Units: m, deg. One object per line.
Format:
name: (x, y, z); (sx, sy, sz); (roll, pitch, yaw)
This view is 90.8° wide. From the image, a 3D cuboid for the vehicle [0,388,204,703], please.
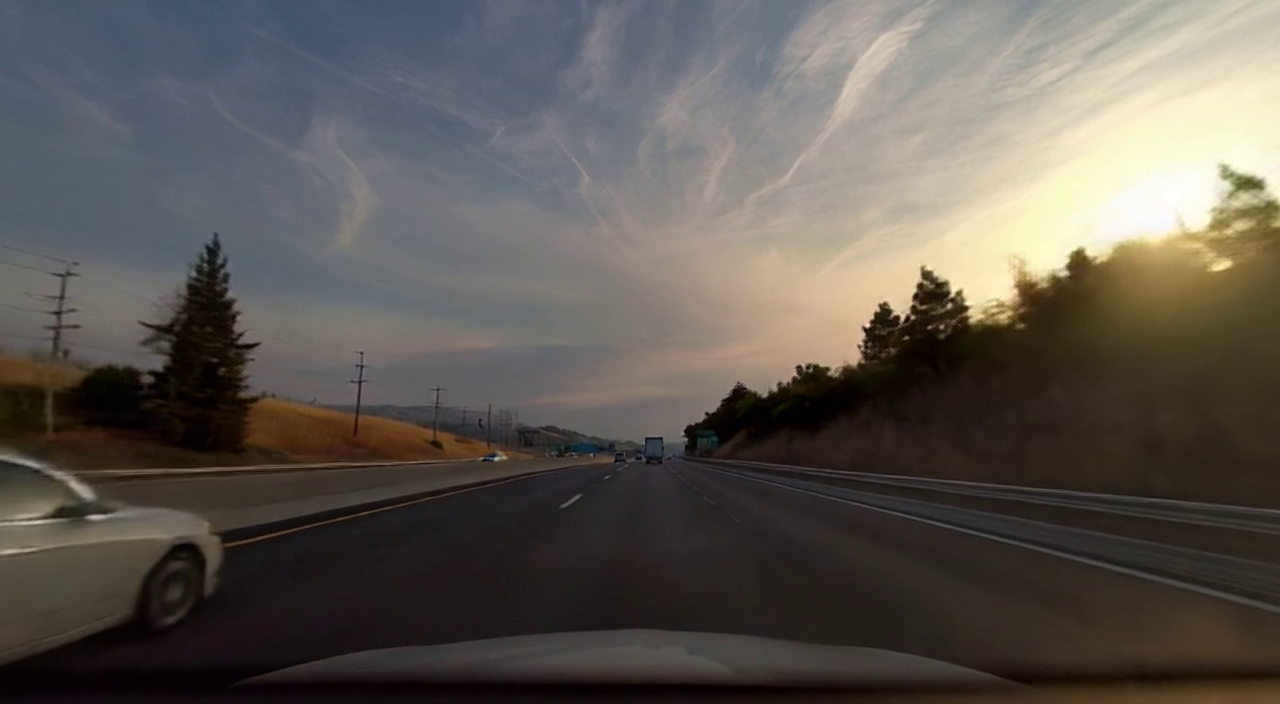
vehicle: (-4.158, 0.881, 2.434); (2.035, 1.595, 4.022); (0, -9, 0)
